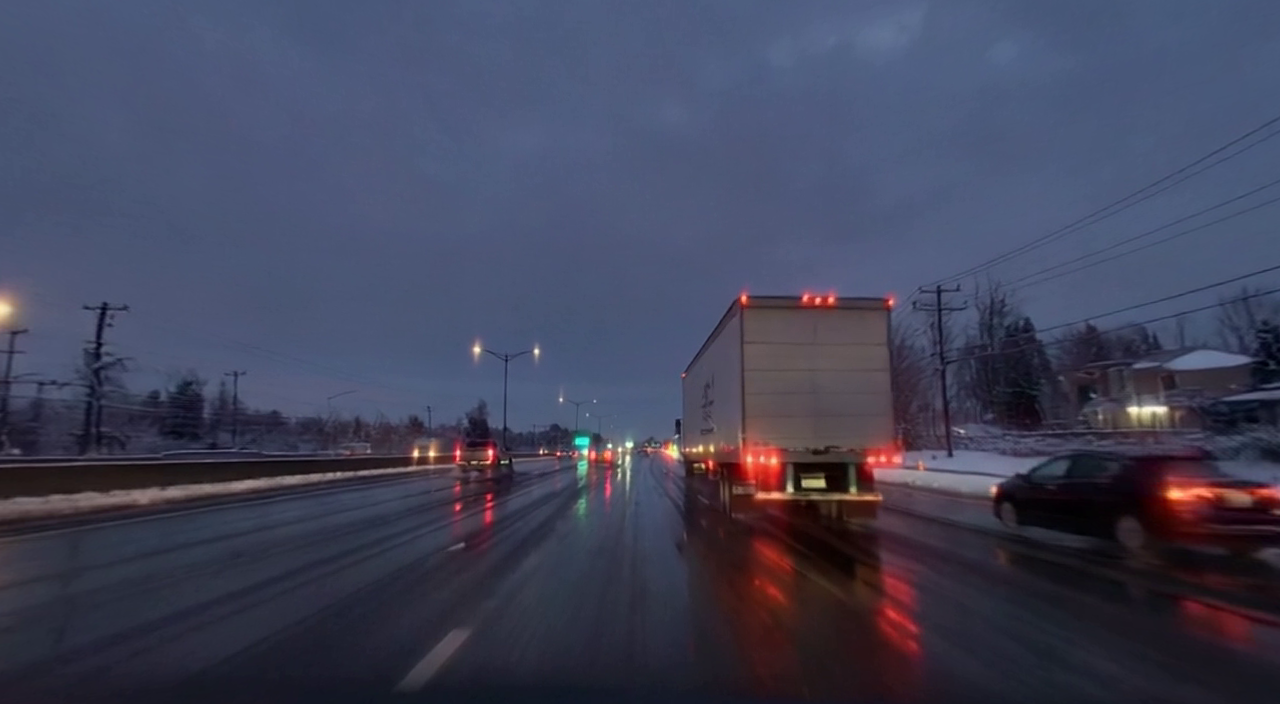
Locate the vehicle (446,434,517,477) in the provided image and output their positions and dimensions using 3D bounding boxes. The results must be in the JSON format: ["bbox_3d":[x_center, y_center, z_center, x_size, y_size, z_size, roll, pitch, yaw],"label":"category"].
[{"bbox_3d":[-7.345,4.855,29.700,2.147,1.825,4.602,0,-9,0],"label":"vehicle"}]

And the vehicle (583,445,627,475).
[{"bbox_3d":[-1.809,5.789,33.991,2.060,1.508,4.308,0,-9,1],"label":"vehicle"}]

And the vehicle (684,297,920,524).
[{"bbox_3d":[3.175,1.844,16.767,3.045,3.923,11.834,0,-9,0],"label":"vehicle"}]

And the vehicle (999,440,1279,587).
[{"bbox_3d":[7.396,2.015,8.840,1.953,1.488,4.631,0,-9,0],"label":"vehicle"}]
